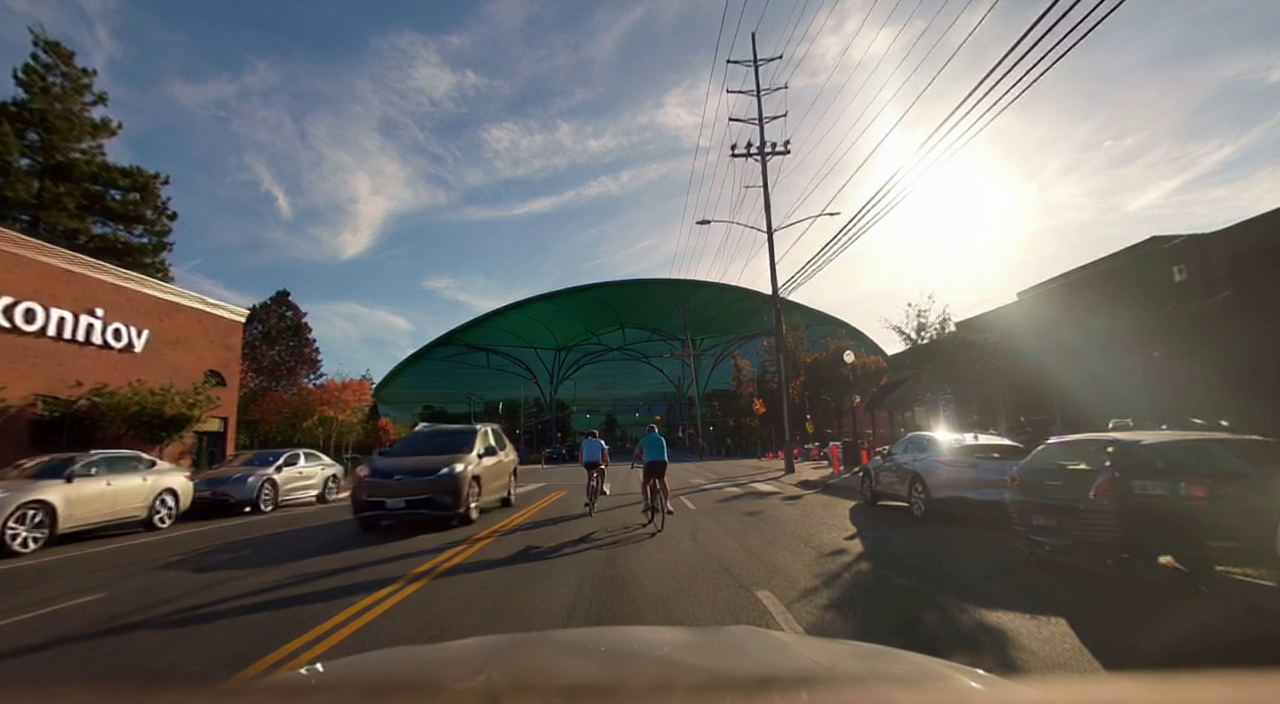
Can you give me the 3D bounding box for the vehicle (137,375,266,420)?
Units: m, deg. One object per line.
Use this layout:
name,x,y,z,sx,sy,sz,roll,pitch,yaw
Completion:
vehicle,-17.124,1.824,24.799,3.685,1.584,1.708,1,-9,-3

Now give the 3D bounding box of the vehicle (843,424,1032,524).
vehicle,5.801,2.411,12.990,1.873,1.714,3.979,0,-8,-1

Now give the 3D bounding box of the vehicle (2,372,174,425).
vehicle,-17.277,1.499,19.925,3.750,1.495,1.727,-1,-8,-2

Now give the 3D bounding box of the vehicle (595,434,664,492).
vehicle,-0.353,3.809,21.987,2.190,1.783,4.048,0,-8,-1

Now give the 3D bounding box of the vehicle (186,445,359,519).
vehicle,-10.265,3.605,18.243,2.075,1.816,4.900,0,-8,-1

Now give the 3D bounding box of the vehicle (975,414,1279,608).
vehicle,5.869,1.587,7.191,1.900,1.566,3.995,0,-8,0

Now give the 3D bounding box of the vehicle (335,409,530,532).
vehicle,-3.761,2.260,12.646,2.184,1.954,4.898,0,-8,0

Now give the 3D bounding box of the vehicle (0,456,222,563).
vehicle,-10.237,2.713,11.680,1.904,1.495,4.585,0,-8,0
